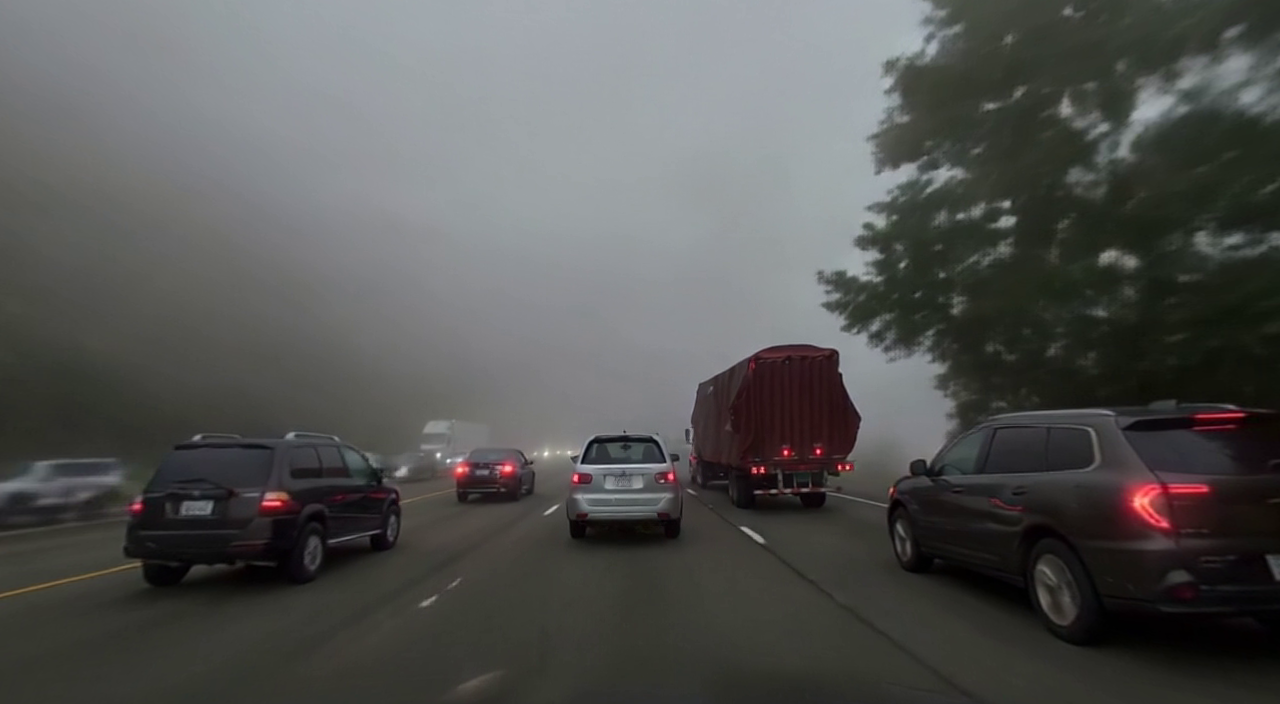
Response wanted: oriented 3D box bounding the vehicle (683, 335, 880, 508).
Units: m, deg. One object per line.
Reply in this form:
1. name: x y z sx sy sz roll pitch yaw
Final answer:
1. vehicle: 3.877 2.833 22.783 3.186 4.111 15.553 0 -9 -1

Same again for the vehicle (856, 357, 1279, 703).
1. vehicle: 3.667 1.250 5.212 2.076 1.751 4.666 0 -9 0

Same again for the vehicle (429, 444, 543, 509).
1. vehicle: -3.958 3.271 16.989 1.923 1.503 4.293 0 -9 1

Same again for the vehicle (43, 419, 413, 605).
1. vehicle: -4.332 1.710 7.532 1.789 1.620 3.841 0 -9 0

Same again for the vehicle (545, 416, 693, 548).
1. vehicle: -0.306 2.126 10.863 2.037 1.792 4.194 0 -9 0
